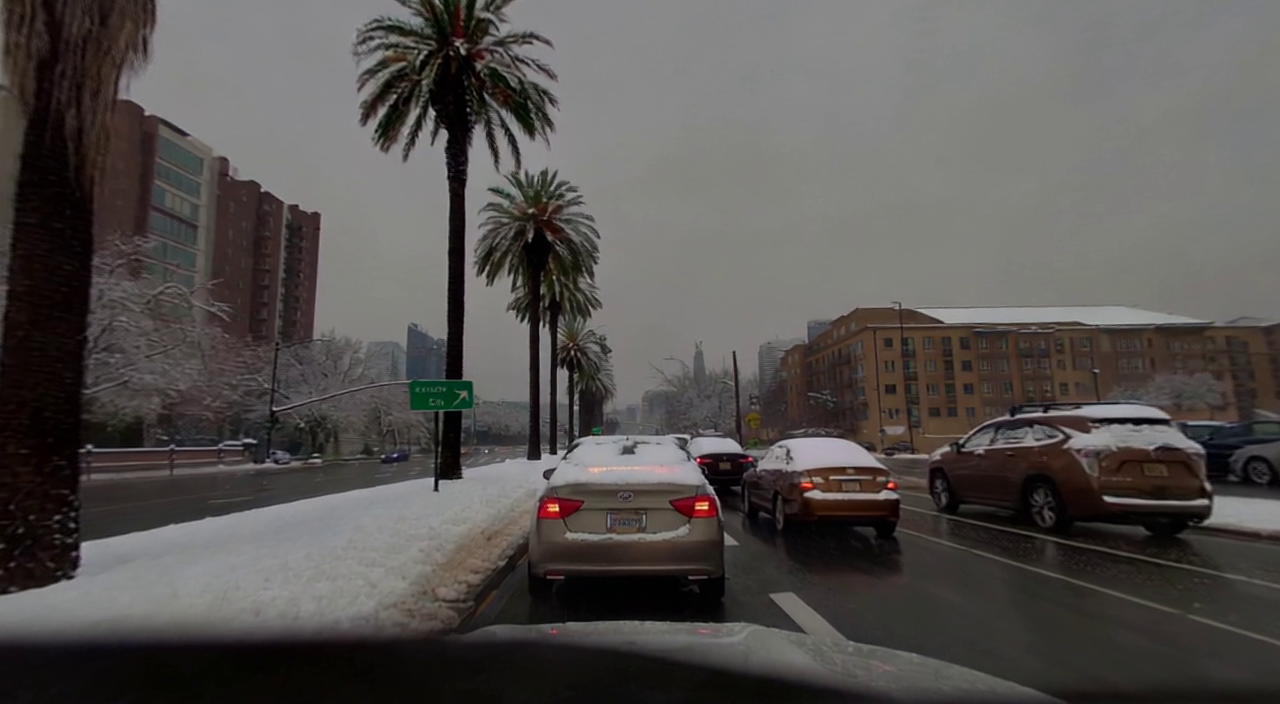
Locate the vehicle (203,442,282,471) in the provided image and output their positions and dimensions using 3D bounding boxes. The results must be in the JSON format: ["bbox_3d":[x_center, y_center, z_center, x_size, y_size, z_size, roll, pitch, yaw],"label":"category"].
[{"bbox_3d":[-28.329,7.438,45.330,2.115,1.884,5.481,0,-8,0],"label":"vehicle"}]

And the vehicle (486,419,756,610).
[{"bbox_3d":[-0.165,1.594,7.082,2.158,1.498,3.919,0,-8,0],"label":"vehicle"}]

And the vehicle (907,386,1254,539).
[{"bbox_3d":[7.180,1.910,11.441,2.254,2.072,5.577,0,-8,1],"label":"vehicle"}]

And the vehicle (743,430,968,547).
[{"bbox_3d":[3.083,2.051,10.224,1.925,1.451,4.436,0,-8,-2],"label":"vehicle"}]
